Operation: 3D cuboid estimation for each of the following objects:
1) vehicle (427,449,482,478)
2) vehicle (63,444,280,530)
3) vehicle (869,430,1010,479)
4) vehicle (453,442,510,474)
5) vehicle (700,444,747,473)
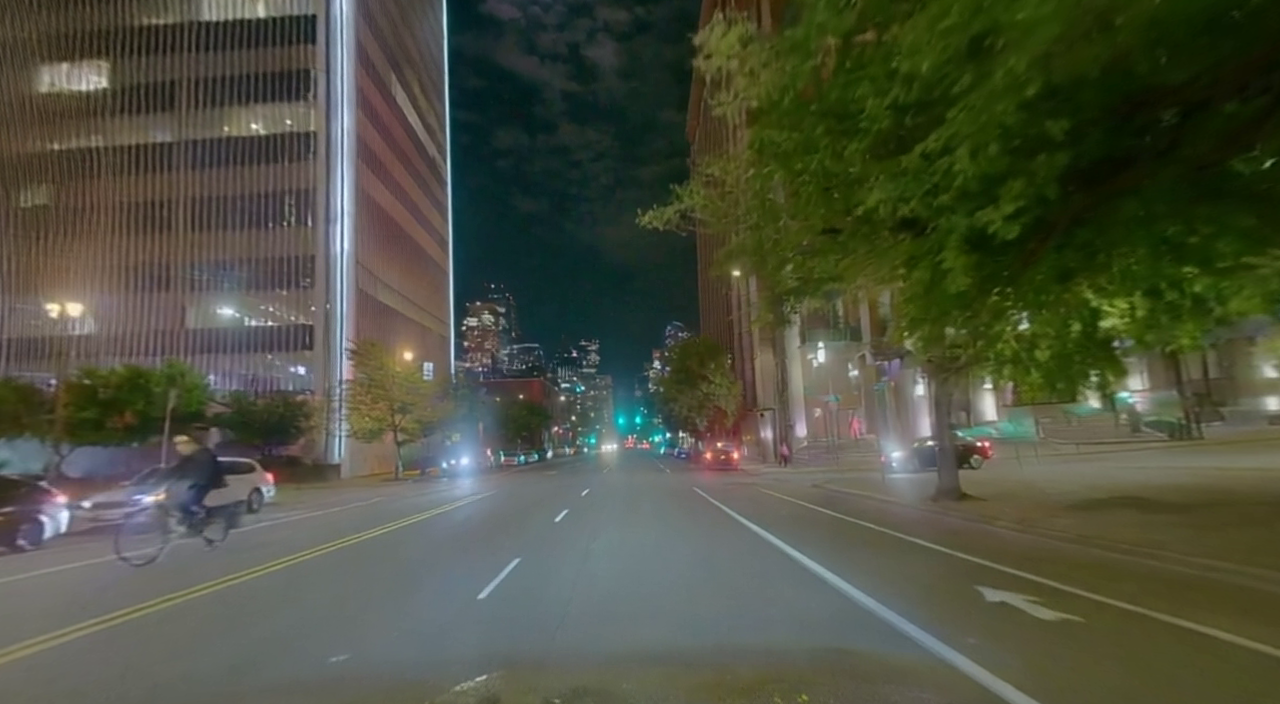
[{"bbox_3d":[-11.316,6.807,38.859,1.992,1.629,4.773,0,-9,-1],"label":"vehicle"},{"bbox_3d":[-10.957,3.199,15.296,1.977,1.697,4.285,-2,-10,0],"label":"vehicle"},{"bbox_3d":[11.469,3.946,24.437,4.380,1.608,1.942,-2,-9,-1],"label":"vehicle"},{"bbox_3d":[-11.135,7.530,44.994,2.574,1.922,6.292,-4,-9,-2],"label":"vehicle"},{"bbox_3d":[4.662,6.024,35.892,1.929,1.522,4.543,0,-9,-1],"label":"vehicle"}]
